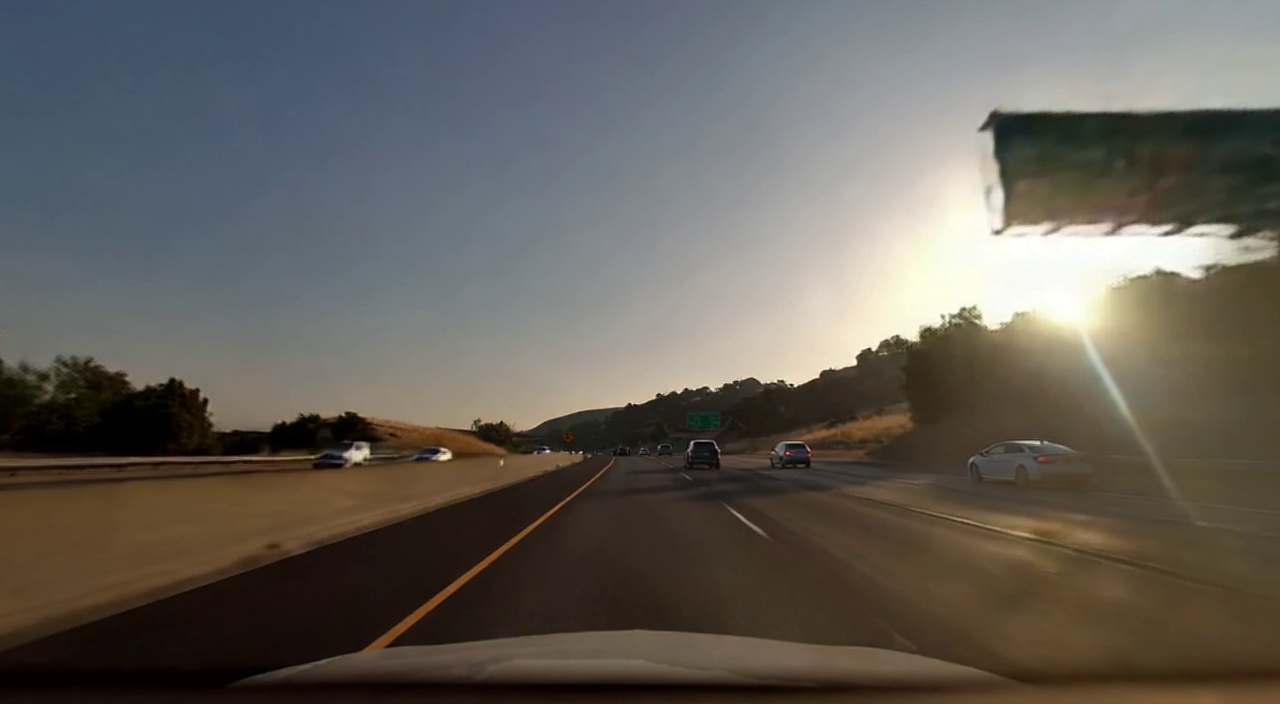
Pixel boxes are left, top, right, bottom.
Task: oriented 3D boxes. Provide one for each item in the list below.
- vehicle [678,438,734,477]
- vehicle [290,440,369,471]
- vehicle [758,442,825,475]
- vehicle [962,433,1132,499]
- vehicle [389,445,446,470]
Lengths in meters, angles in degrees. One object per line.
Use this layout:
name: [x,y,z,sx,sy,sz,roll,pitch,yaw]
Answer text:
vehicle: [2.949,4.833,29.154,1.977,1.601,4.598,0,-9,-2]
vehicle: [-18.216,6.089,37.398,2.140,1.722,5.002,0,-9,-1]
vehicle: [6.988,4.961,29.625,1.952,1.442,4.259,0,-9,-2]
vehicle: [10.885,3.064,17.334,1.844,1.560,4.085,0,-9,-1]
vehicle: [-14.246,6.764,40.734,1.939,1.495,4.658,0,-9,0]
